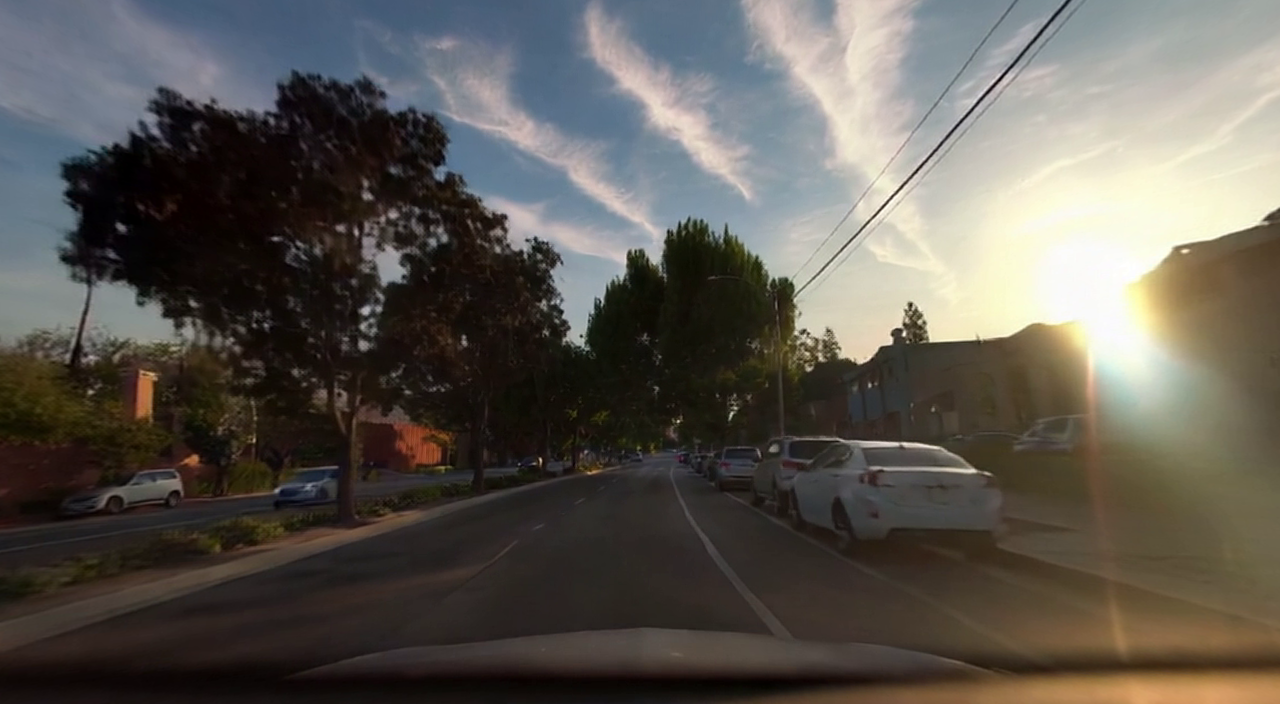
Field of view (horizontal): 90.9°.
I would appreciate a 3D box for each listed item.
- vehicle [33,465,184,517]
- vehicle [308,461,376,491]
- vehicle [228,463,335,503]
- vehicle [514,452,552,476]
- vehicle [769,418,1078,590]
[{"bbox_3d":[-24.045,6.276,28.893,2.305,1.919,5.187,-1,-8,2],"label":"vehicle"},{"bbox_3d":[-18.960,7.874,40.309,2.013,1.667,4.412,-1,-8,3],"label":"vehicle"},{"bbox_3d":[-16.194,5.921,28.845,1.946,1.492,4.794,-1,-8,2],"label":"vehicle"},{"bbox_3d":[-8.329,8.724,49.361,2.331,1.696,4.861,0,-8,-3],"label":"vehicle"},{"bbox_3d":[3.441,1.933,9.113,2.078,1.738,5.133,0,-8,0],"label":"vehicle"}]
